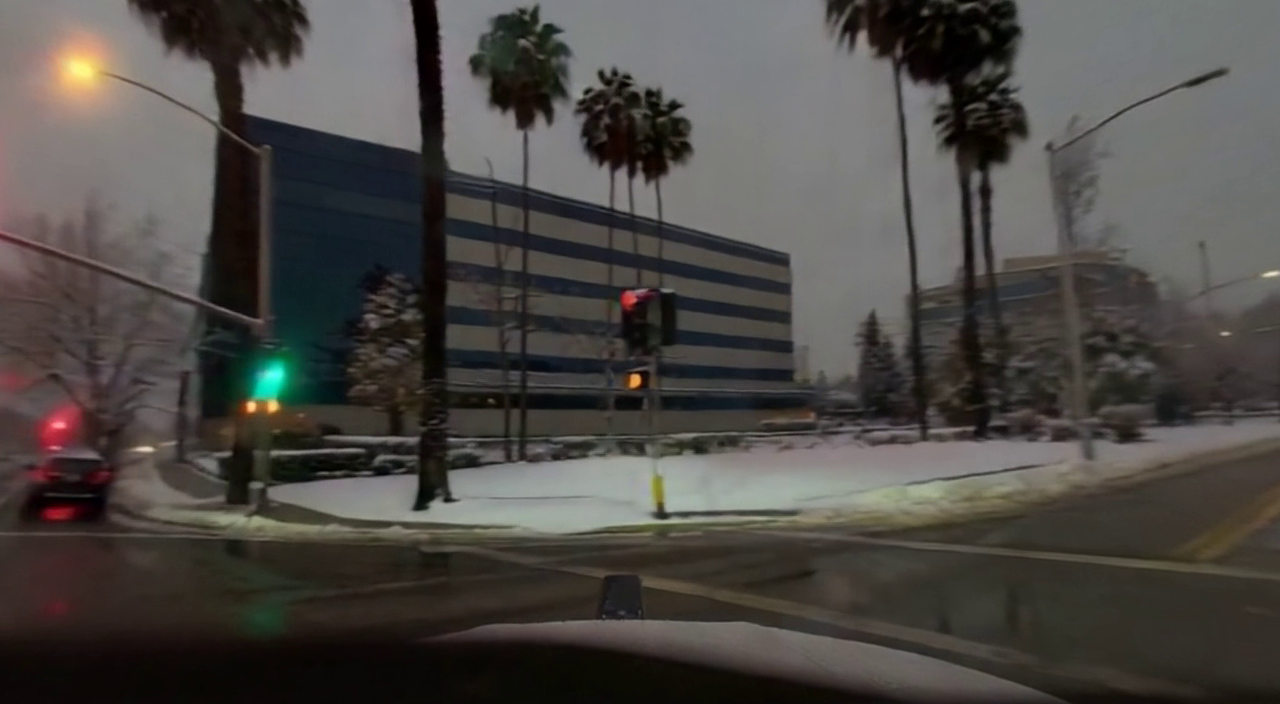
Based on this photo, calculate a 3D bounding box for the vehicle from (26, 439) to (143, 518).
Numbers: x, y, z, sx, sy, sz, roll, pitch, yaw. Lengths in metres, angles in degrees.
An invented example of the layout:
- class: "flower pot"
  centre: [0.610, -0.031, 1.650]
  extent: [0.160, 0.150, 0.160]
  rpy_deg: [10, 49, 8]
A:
- class: "vehicle"
  centre: [-15.342, 3.424, 17.712]
  extent: [2.006, 1.867, 4.651]
  rpy_deg: [6, -10, -37]
